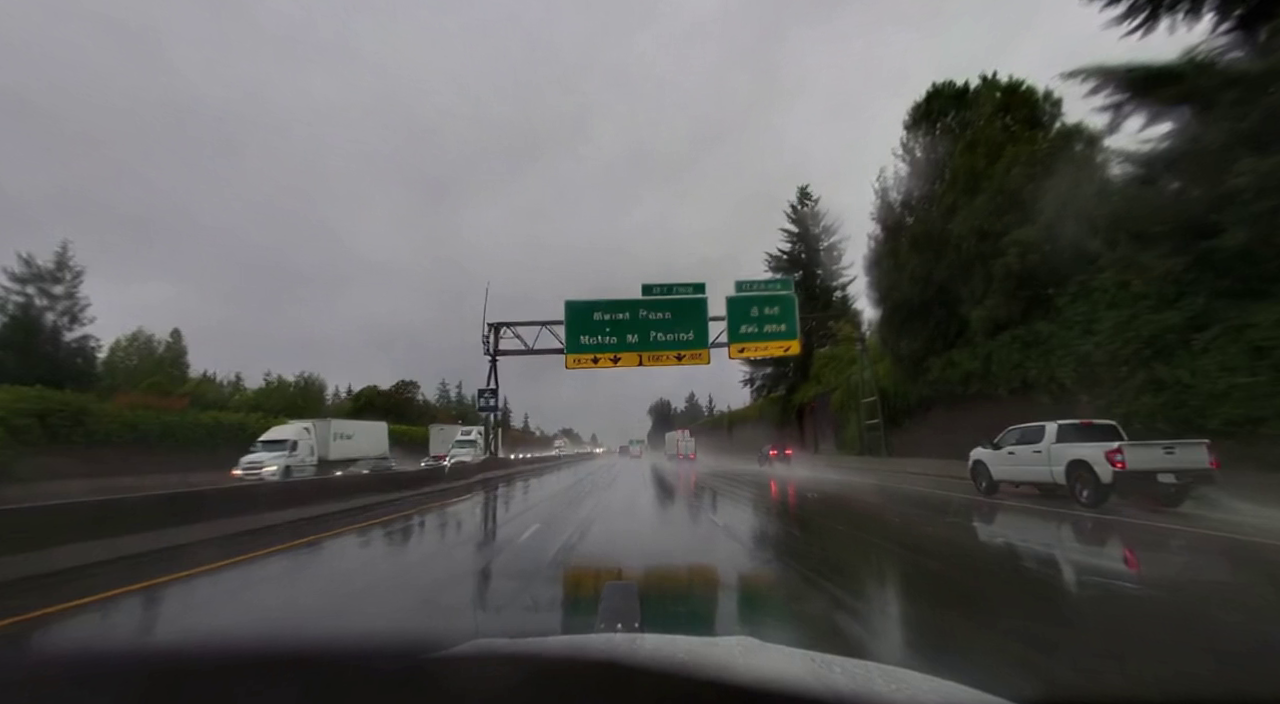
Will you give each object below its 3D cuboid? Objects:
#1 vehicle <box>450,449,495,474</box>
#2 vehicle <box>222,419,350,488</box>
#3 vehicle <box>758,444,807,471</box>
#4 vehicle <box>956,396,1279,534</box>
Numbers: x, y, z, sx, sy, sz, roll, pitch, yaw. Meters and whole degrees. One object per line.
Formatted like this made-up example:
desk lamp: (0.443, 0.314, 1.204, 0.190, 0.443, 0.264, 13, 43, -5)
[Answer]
vehicle: (-12.774, 8.358, 48.233, 2.018, 1.849, 4.922, 0, -9, 0)
vehicle: (-23.254, 6.766, 42.216, 3.189, 4.074, 9.572, 0, -9, -2)
vehicle: (9.161, 6.833, 40.810, 1.950, 1.632, 4.845, 0, -9, -1)
vehicle: (8.764, 2.135, 12.351, 2.184, 2.052, 5.650, -1, -9, 0)
